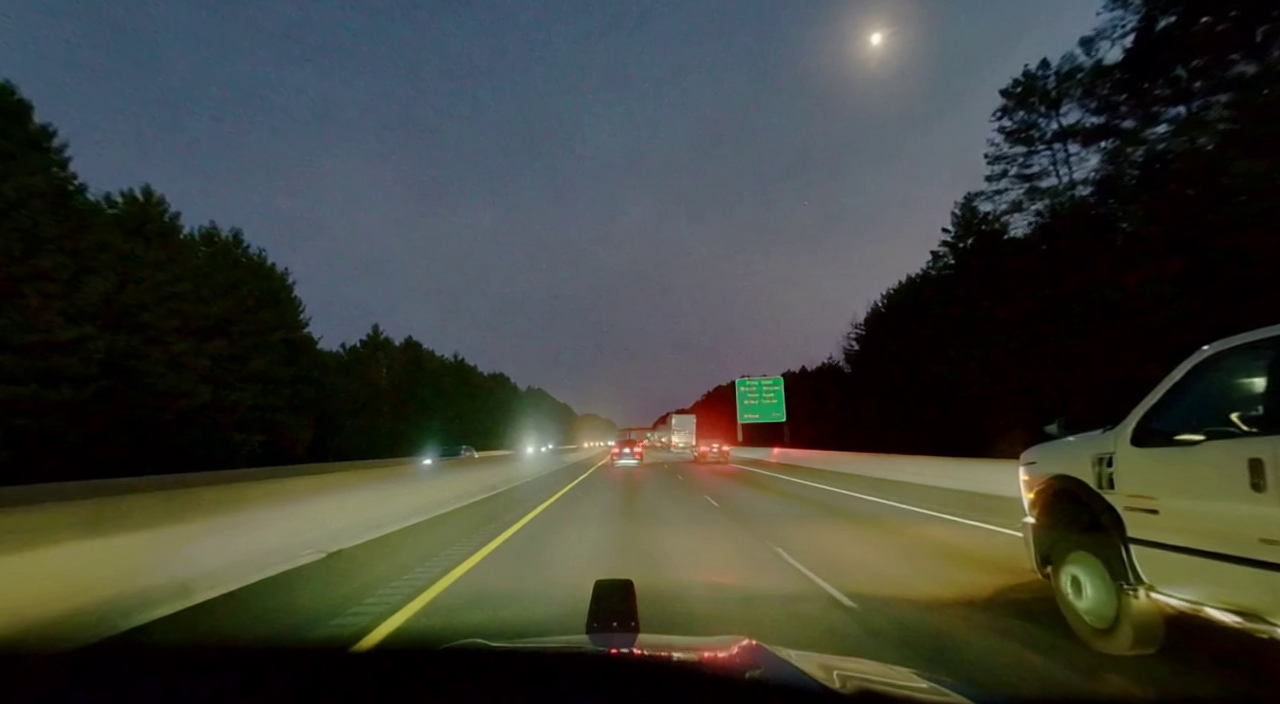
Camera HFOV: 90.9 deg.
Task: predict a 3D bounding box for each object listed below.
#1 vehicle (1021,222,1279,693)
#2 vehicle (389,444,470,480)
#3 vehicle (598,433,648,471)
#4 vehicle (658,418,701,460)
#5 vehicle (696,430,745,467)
[{"bbox_3d":[4.593,0.428,2.388,2.452,2.444,5.972,0,-8,-1],"label":"vehicle"},{"bbox_3d":[-9.634,5.054,29.369,2.197,1.483,4.748,0,-8,-1],"label":"vehicle"},{"bbox_3d":[-0.787,4.723,30.168,2.206,1.681,4.111,0,-8,-1],"label":"vehicle"},{"bbox_3d":[2.968,6.814,49.502,2.728,3.053,7.708,0,-8,-1],"label":"vehicle"},{"bbox_3d":[4.390,5.331,35.065,2.073,1.905,4.023,0,-8,-1],"label":"vehicle"}]
